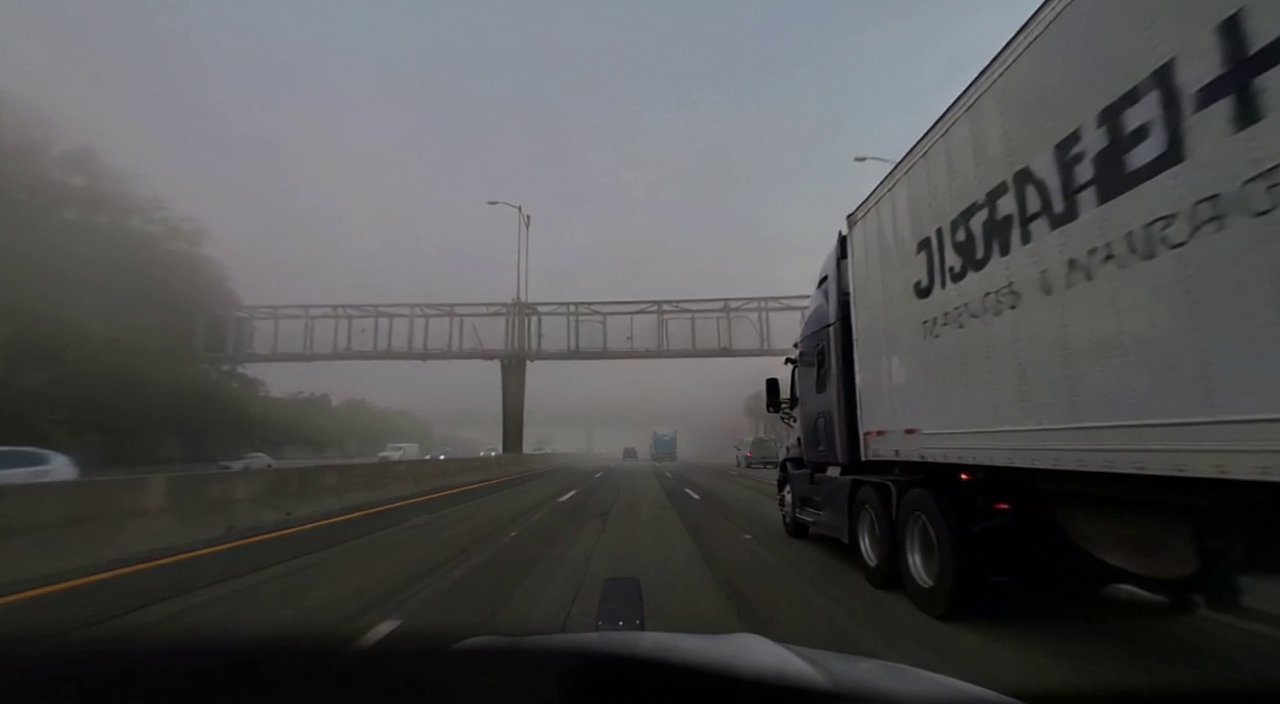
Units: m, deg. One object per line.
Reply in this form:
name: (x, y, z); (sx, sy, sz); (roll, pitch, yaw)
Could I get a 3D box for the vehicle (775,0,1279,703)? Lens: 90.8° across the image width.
vehicle: (3.371, 0.046, 4.605); (3.210, 4.239, 7.307); (0, -9, 1)

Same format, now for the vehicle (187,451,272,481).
vehicle: (-21.544, 5.977, 33.350); (1.918, 1.450, 3.803); (0, -9, 0)
